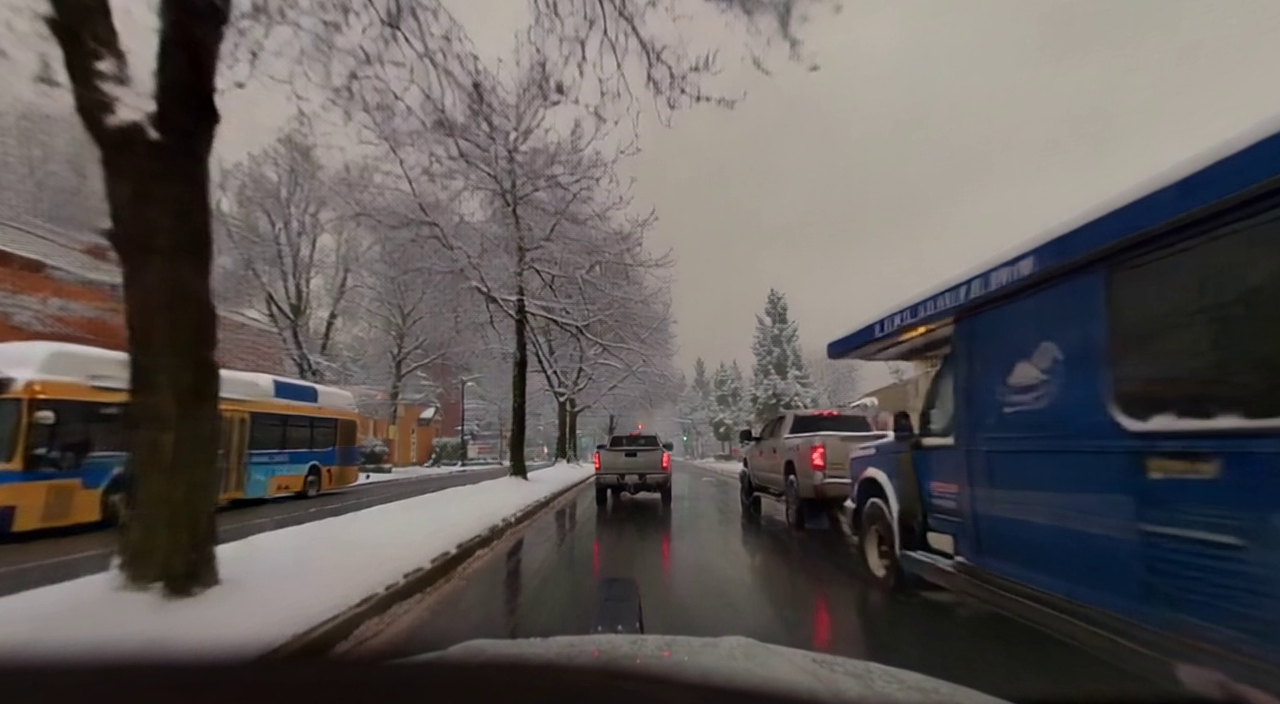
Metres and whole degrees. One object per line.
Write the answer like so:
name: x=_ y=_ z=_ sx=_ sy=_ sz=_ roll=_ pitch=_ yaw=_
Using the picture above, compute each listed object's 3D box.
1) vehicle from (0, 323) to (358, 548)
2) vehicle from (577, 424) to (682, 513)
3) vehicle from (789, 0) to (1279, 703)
vehicle: x=-12.213 y=2.384 z=17.646 sx=2.996 sy=4.022 sz=12.692 roll=0 pitch=-8 yaw=-1
vehicle: x=-0.184 y=2.838 z=15.998 sx=2.157 sy=1.816 sz=5.804 roll=0 pitch=-8 yaw=1
vehicle: x=3.824 y=0.028 z=3.355 sx=3.088 sy=3.057 sz=10.503 roll=0 pitch=-8 yaw=-2
